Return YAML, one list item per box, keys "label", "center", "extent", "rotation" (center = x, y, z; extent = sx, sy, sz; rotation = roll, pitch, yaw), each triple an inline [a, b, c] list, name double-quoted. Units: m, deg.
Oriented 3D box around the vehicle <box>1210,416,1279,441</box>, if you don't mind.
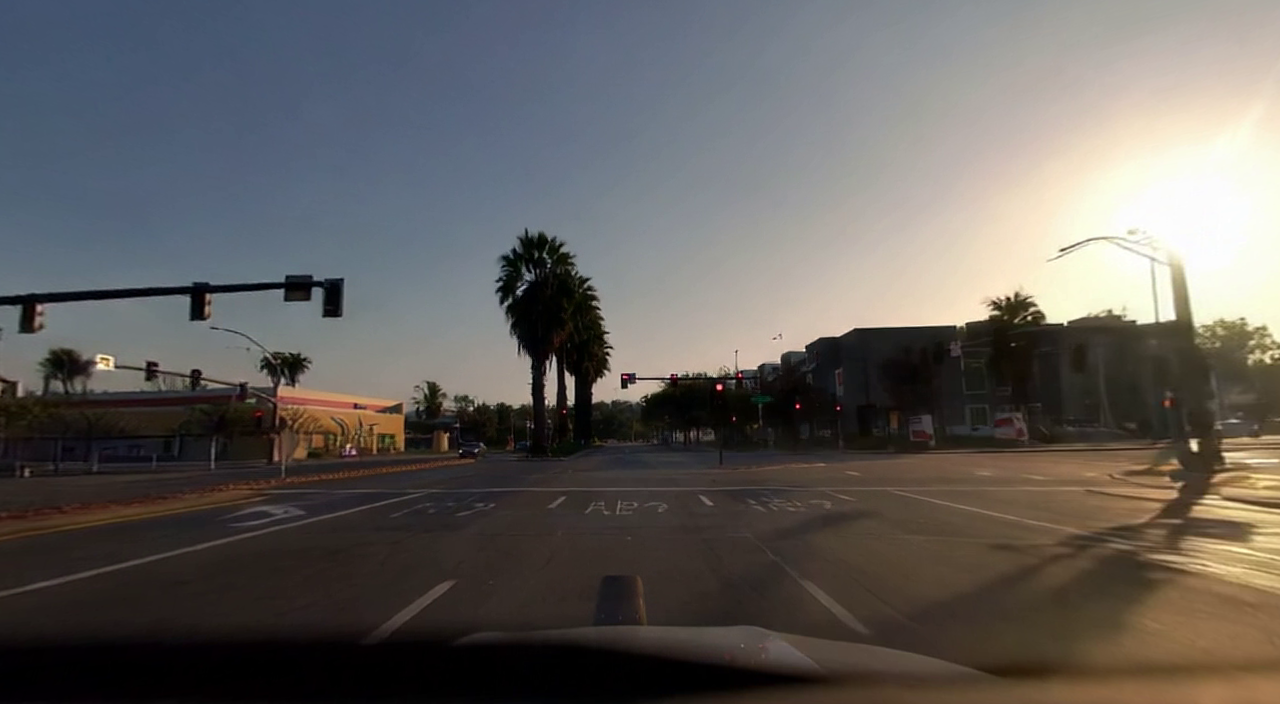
- label: "vehicle"
  center: [48.866, 6.134, 49.972]
  extent: [1.950, 1.830, 5.267]
  rotation: [1, -9, -6]
